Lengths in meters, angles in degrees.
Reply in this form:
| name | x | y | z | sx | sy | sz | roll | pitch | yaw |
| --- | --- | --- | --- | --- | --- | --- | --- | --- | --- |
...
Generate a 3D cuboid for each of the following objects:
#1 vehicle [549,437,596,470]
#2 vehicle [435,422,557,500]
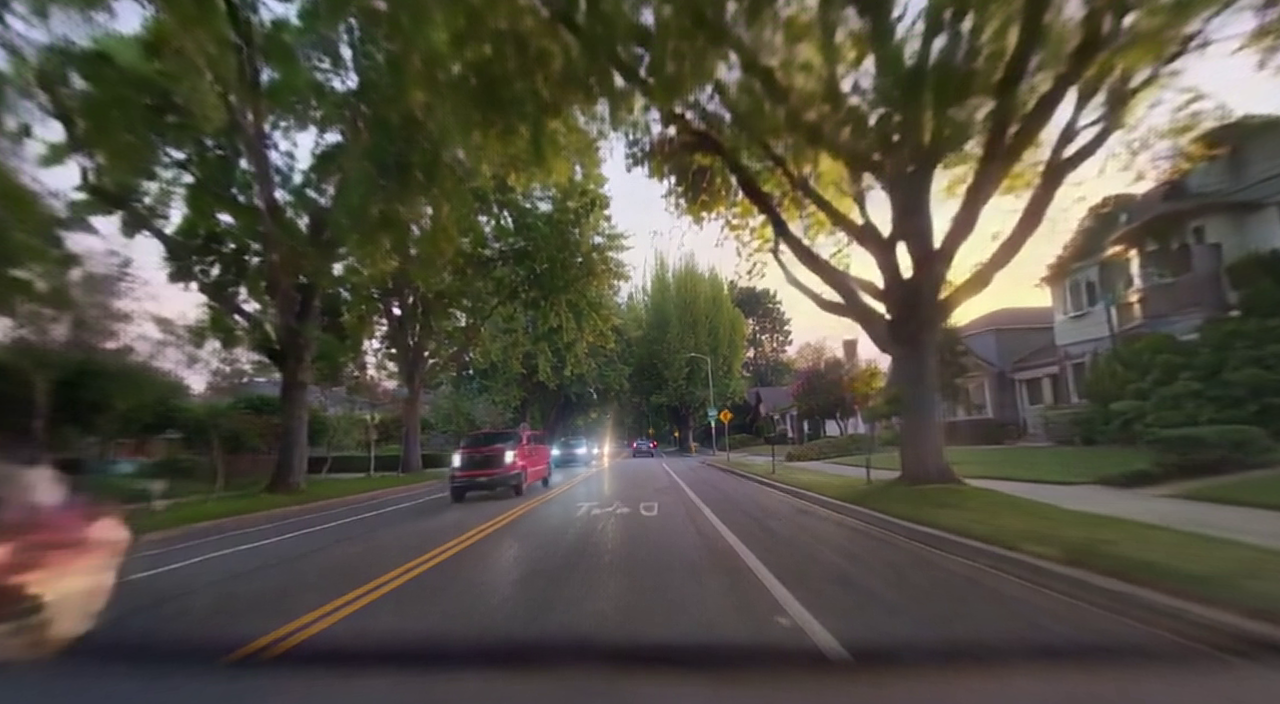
| name | x | y | z | sx | sy | sz | roll | pitch | yaw |
| --- | --- | --- | --- | --- | --- | --- | --- | --- | --- |
| vehicle | -3.891 | 5.922 | 36.956 | 2.134 | 1.821 | 4.719 | 0 | -8 | 1 |
| vehicle | -4.032 | 3.155 | 18.749 | 2.267 | 1.975 | 5.112 | 0 | -8 | 2 |
